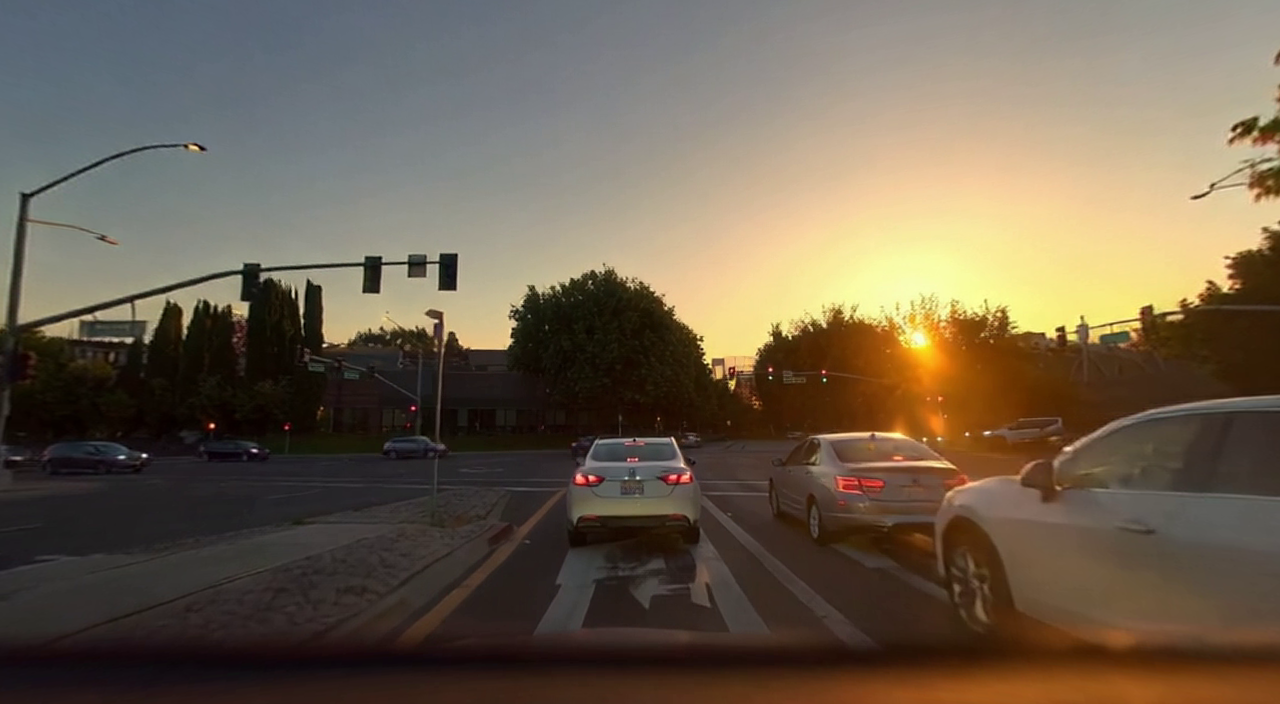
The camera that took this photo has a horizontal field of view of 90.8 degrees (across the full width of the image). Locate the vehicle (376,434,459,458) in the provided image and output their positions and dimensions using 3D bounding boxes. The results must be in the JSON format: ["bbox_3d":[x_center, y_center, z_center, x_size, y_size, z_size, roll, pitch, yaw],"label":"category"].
[{"bbox_3d":[-14.407,6.128,41.106,4.670,1.542,1.861,1,-9,-5],"label":"vehicle"}]

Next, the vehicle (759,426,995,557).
[{"bbox_3d":[3.131,1.923,9.466,1.861,1.479,4.371,0,-9,0],"label":"vehicle"}]

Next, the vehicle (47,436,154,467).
[{"bbox_3d":[-30.360,5.590,35.622,4.517,1.637,1.935,-1,-9,8],"label":"vehicle"}]

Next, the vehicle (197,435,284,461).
[{"bbox_3d":[-26.491,6.361,41.941,4.526,1.649,1.920,-1,-9,4],"label":"vehicle"}]

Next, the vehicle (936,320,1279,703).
[{"bbox_3d":[3.413,0.810,2.505,2.111,1.780,4.990,0,-9,1],"label":"vehicle"}]

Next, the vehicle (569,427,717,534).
[{"bbox_3d":[0.067,2.082,10.812,2.026,1.458,4.175,0,-9,1],"label":"vehicle"}]
